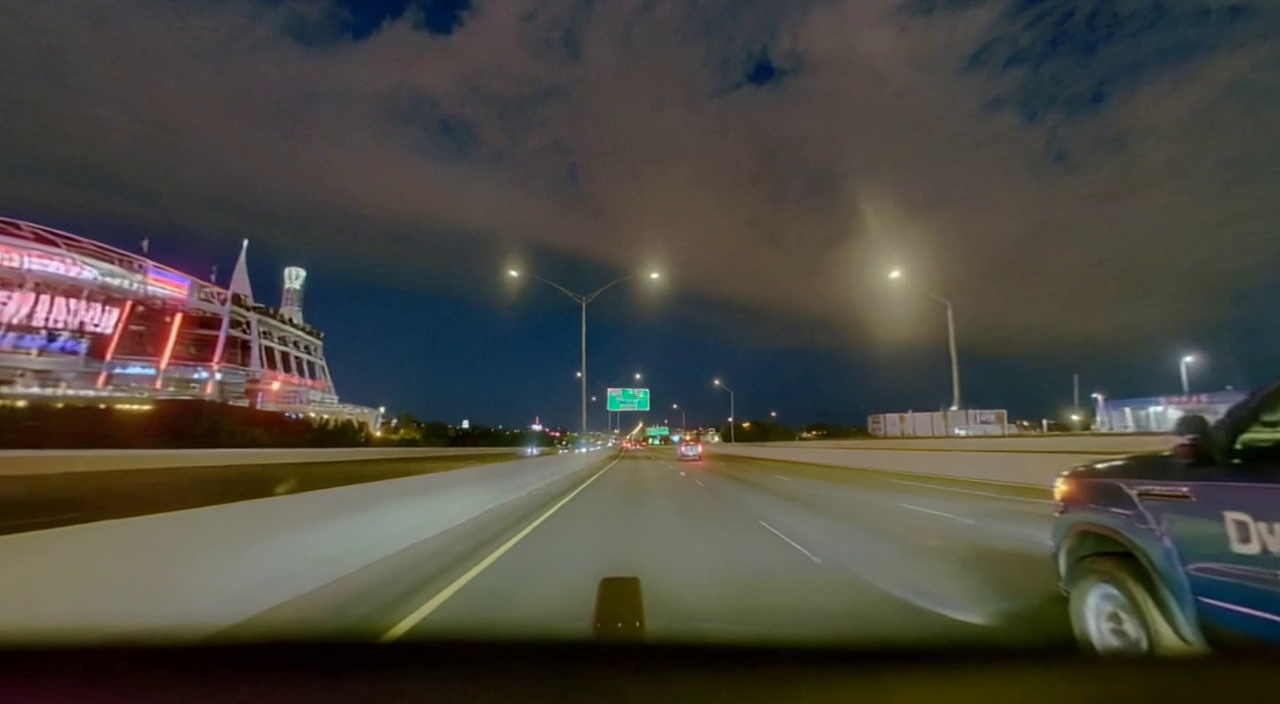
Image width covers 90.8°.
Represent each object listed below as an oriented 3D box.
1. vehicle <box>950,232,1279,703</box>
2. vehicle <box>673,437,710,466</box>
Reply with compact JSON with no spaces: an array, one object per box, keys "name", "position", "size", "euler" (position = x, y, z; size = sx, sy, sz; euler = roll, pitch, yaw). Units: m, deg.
[{"name":"vehicle","position":[3.108,0.557,1.464],"size":[2.199,2.002,4.970],"euler":[0,-9,0]},{"name":"vehicle","position":[3.287,6.448,41.018],"size":[1.973,1.774,4.092],"euler":[0,-9,0]}]
